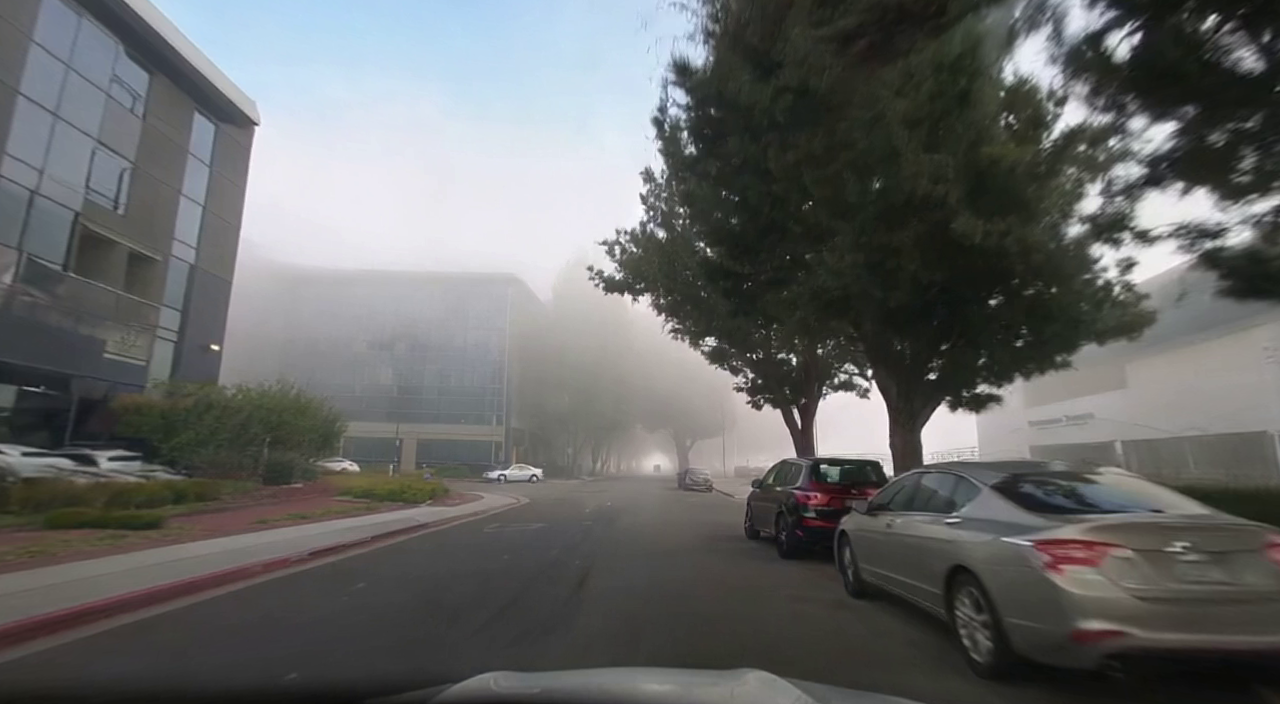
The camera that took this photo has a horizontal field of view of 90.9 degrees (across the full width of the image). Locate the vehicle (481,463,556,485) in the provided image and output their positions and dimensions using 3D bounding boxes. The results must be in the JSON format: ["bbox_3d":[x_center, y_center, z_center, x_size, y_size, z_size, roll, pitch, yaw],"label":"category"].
[{"bbox_3d":[-8.484,8.539,44.162,4.770,1.448,1.983,9,-13,-37],"label":"vehicle"}]

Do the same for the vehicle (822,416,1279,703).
[{"bbox_3d":[3.004,1.453,4.935,1.957,1.565,3.657,1,-11,-2],"label":"vehicle"}]

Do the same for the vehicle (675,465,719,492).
[{"bbox_3d":[3.214,7.203,36.050,2.073,1.434,3.899,1,-11,-1],"label":"vehicle"}]
